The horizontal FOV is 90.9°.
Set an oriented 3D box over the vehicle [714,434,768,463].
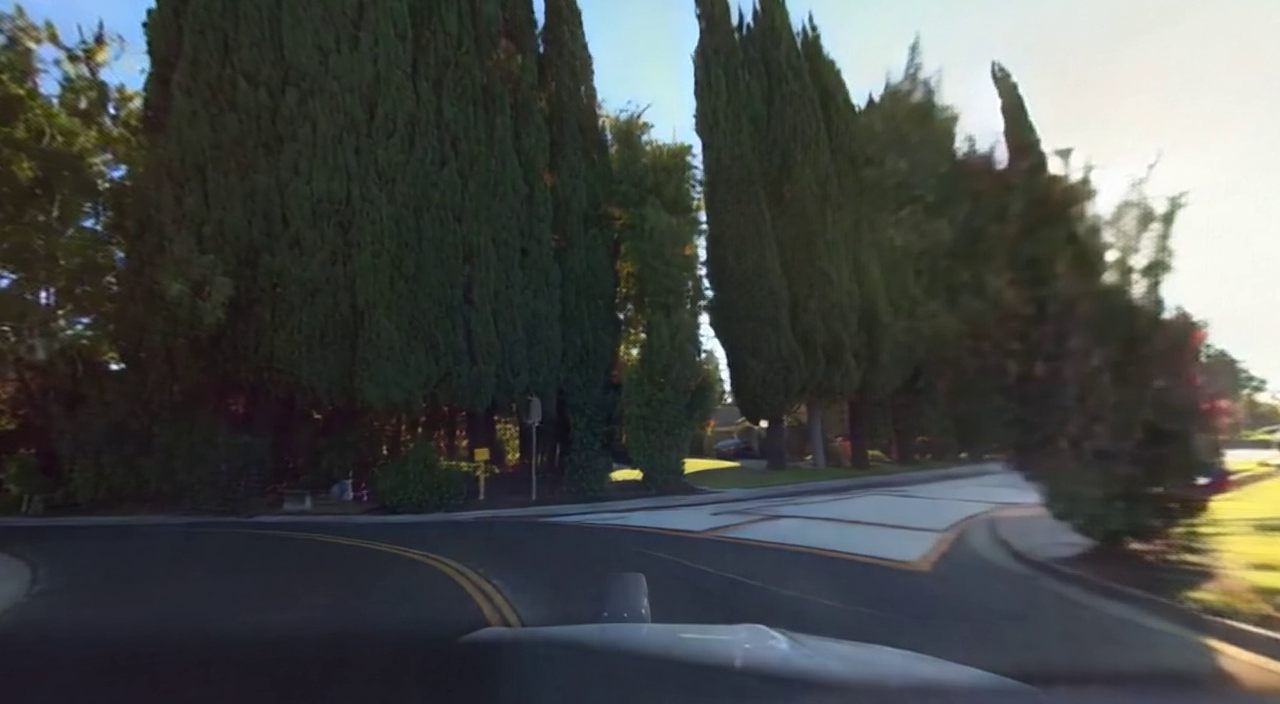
[{"bbox_3d":[5.630,5.421,35.407,1.802,1.548,3.501,3,-9,-12],"label":"vehicle"}]
